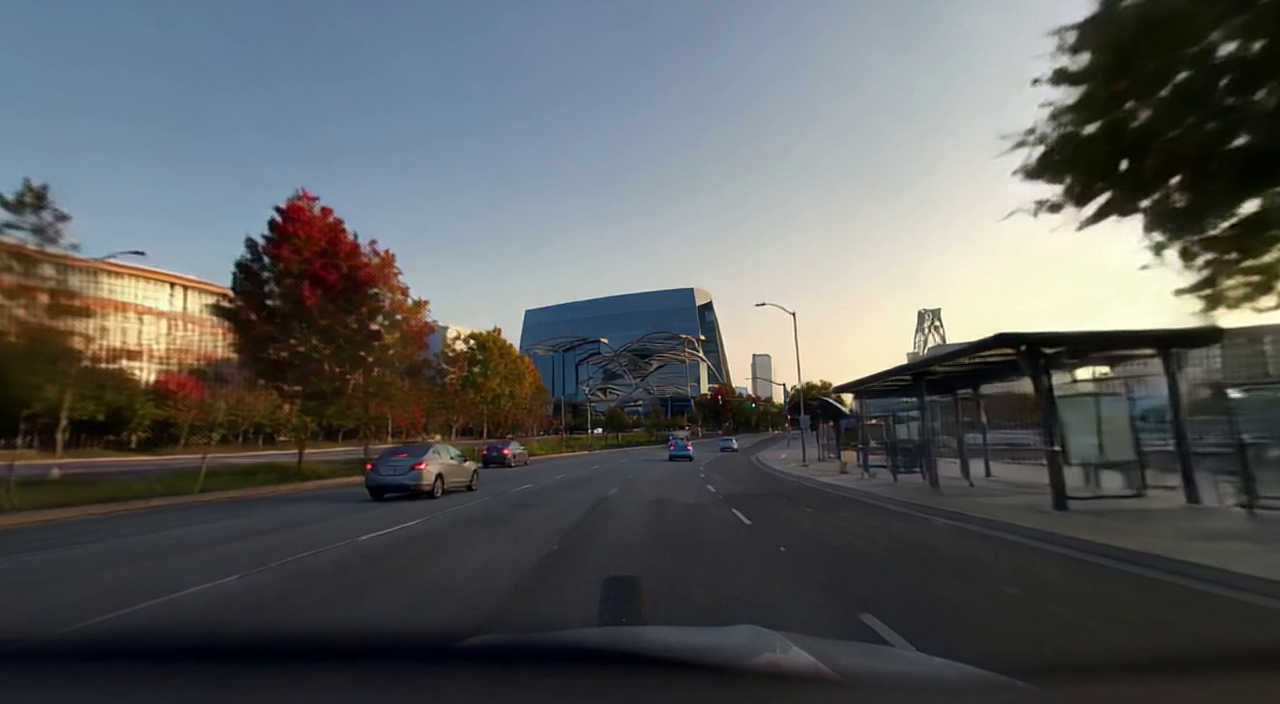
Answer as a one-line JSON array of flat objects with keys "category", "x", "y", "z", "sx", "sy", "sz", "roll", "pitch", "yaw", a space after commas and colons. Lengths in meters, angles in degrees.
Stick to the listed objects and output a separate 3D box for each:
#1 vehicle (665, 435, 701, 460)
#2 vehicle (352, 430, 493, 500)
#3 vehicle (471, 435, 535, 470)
[{"category": "vehicle", "x": 3.359, "y": 7.405, "z": 48.847, "sx": 2.345, "sy": 1.803, "sz": 4.261, "roll": -1, "pitch": -8, "yaw": 9}, {"category": "vehicle", "x": -5.990, "y": 3.151, "z": 18.085, "sx": 2.181, "sy": 1.728, "sz": 4.515, "roll": -1, "pitch": -8, "yaw": 4}, {"category": "vehicle", "x": -7.434, "y": 5.508, "z": 34.808, "sx": 2.097, "sy": 1.782, "sz": 4.682, "roll": -1, "pitch": -8, "yaw": 6}]
